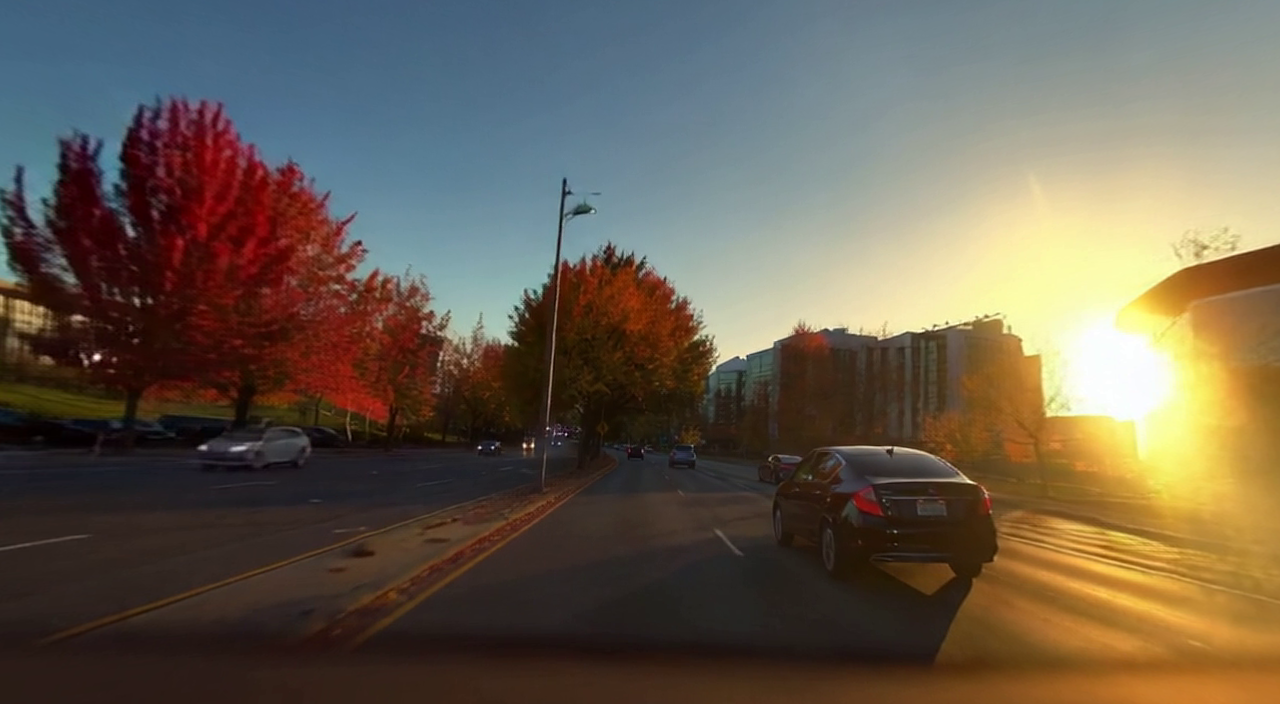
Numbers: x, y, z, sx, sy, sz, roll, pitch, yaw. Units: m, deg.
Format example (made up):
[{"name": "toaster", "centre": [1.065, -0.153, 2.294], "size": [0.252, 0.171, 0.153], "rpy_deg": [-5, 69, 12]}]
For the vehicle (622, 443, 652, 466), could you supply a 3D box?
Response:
[{"name": "vehicle", "centre": [-0.239, 7.139, 44.029], "size": [1.991, 1.477, 3.814], "rpy_deg": [0, -8, -1]}]

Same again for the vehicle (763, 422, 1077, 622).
[{"name": "vehicle", "centre": [2.795, 1.744, 7.414], "size": [1.901, 1.634, 3.896], "rpy_deg": [2, -8, 0]}]

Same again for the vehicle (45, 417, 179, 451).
[{"name": "vehicle", "centre": [-26.949, 4.201, 32.300], "size": [4.787, 1.664, 2.211], "rpy_deg": [0, -8, -1]}]

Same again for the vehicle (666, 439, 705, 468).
[{"name": "vehicle", "centre": [3.039, 6.891, 42.915], "size": [2.154, 1.844, 4.634], "rpy_deg": [0, -8, -1]}]

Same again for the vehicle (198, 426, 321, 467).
[{"name": "vehicle", "centre": [-14.960, 3.762, 25.192], "size": [1.987, 1.475, 4.708], "rpy_deg": [0, -8, 0]}]
